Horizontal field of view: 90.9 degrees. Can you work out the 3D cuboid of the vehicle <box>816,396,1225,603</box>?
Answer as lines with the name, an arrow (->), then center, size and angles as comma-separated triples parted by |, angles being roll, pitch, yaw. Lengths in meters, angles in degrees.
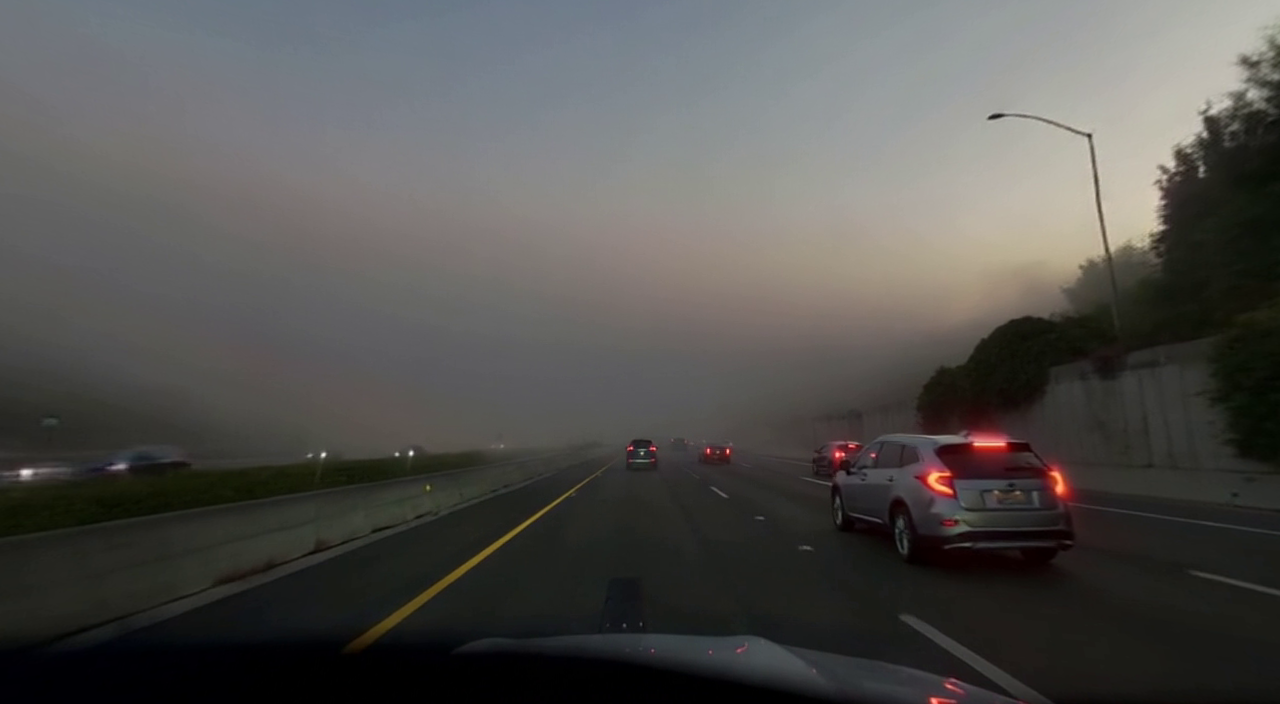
vehicle -> 3.725, 1.518, 7.405 | 2.003, 1.661, 4.418 | 0, -8, 0

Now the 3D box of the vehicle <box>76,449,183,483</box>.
vehicle -> -27.193, 6.036, 33.808 | 1.927, 1.635, 4.529 | 0, -8, 0

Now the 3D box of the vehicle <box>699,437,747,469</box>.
vehicle -> 4.197, 5.167, 32.483 | 1.825, 1.487, 4.034 | 0, -8, -1

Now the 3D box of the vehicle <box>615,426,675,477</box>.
vehicle -> 0.176, 3.914, 25.020 | 2.189, 1.852, 4.038 | 0, -8, 0
